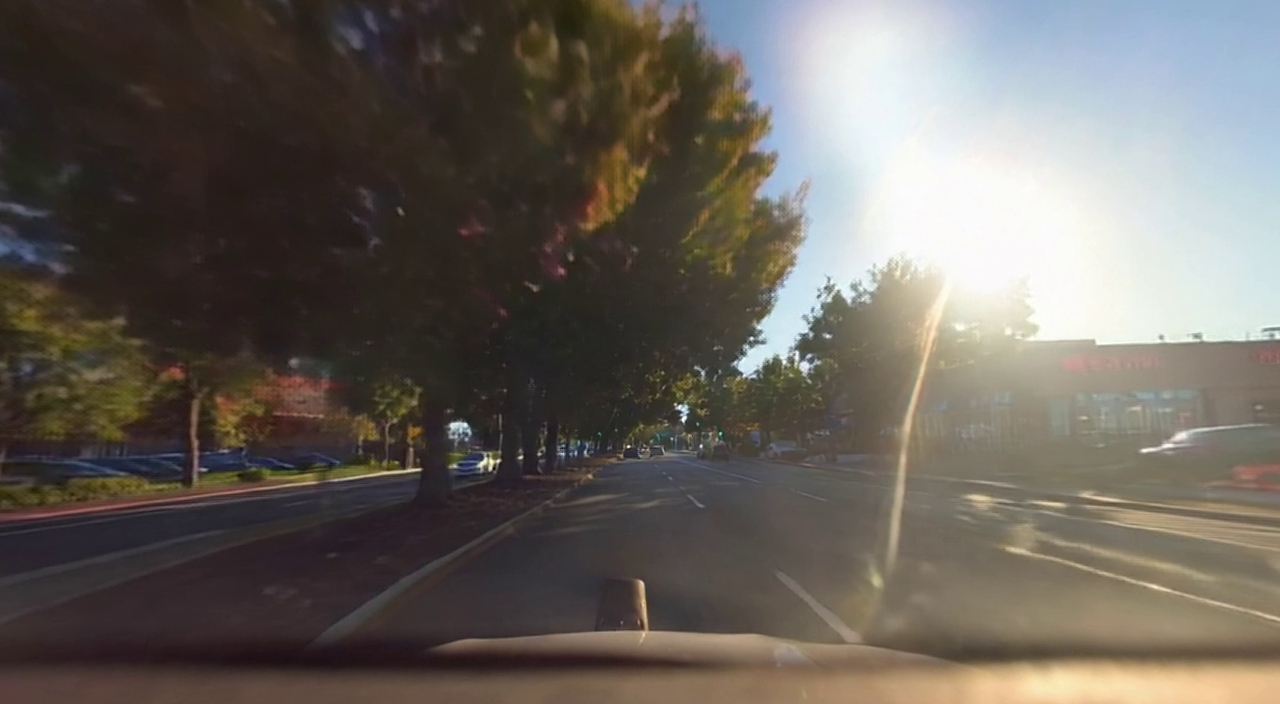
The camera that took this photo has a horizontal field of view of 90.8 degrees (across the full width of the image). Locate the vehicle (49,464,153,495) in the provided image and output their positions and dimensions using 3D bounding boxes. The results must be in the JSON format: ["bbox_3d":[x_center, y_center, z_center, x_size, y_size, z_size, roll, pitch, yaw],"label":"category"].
[{"bbox_3d":[-28.704,6.793,33.787,3.753,1.432,1.665,2,-10,-19],"label":"vehicle"}]

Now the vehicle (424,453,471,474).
[{"bbox_3d":[-14.955,8.681,49.410,1.929,1.497,4.697,-1,-9,3],"label":"vehicle"}]

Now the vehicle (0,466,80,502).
[{"bbox_3d":[-28.232,5.819,27.871,4.740,1.480,1.923,3,-10,-21],"label":"vehicle"}]

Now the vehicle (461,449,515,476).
[{"bbox_3d":[-8.931,6.523,37.567,2.065,1.504,4.593,0,-9,0],"label":"vehicle"}]
